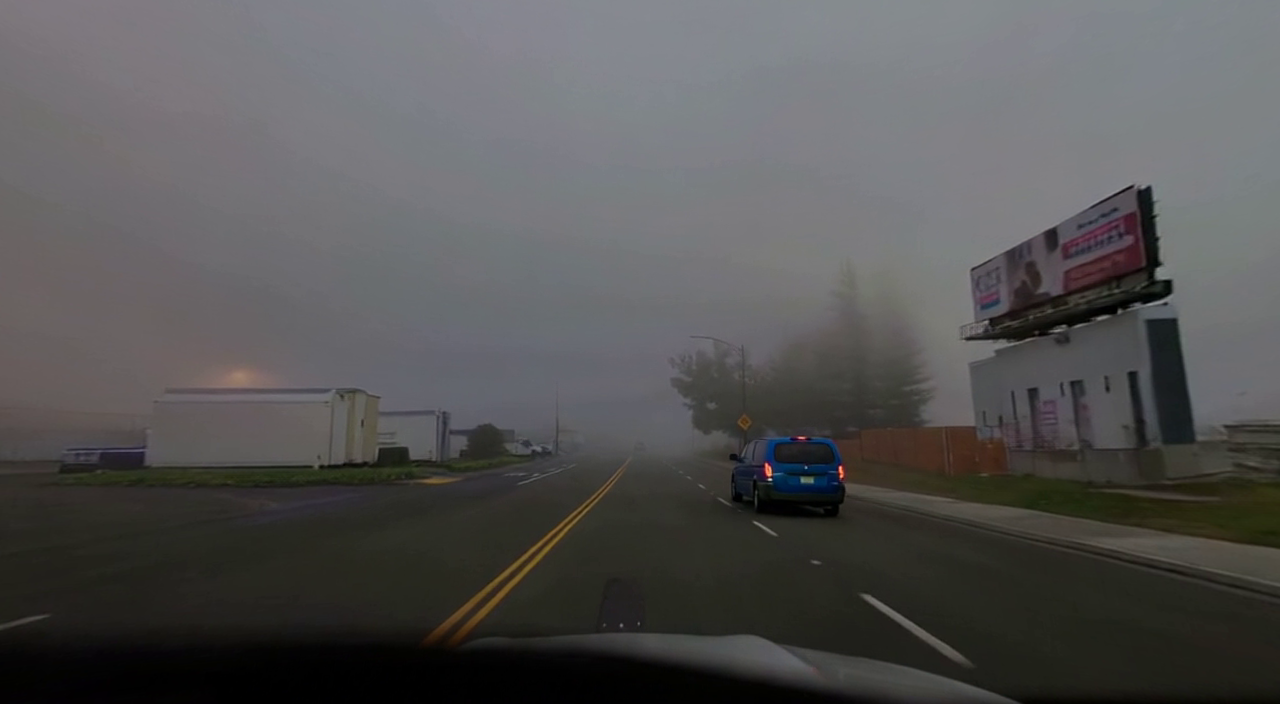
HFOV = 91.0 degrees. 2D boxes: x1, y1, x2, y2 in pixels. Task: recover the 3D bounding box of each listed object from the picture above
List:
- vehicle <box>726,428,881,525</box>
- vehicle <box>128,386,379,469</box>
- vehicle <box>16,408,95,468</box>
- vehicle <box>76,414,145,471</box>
[{"bbox_3d":[3.433,2.730,14.413,2.202,1.822,4.826,0,-9,0],"label":"vehicle"},{"bbox_3d":[-19.821,4.000,32.909,10.797,4.039,3.044,1,-9,-1],"label":"vehicle"},{"bbox_3d":[-42.363,6.343,45.946,2.814,3.937,8.351,6,-10,-35],"label":"vehicle"},{"bbox_3d":[-33.926,5.849,40.578,2.841,3.355,7.180,7,-11,-37],"label":"vehicle"}]
